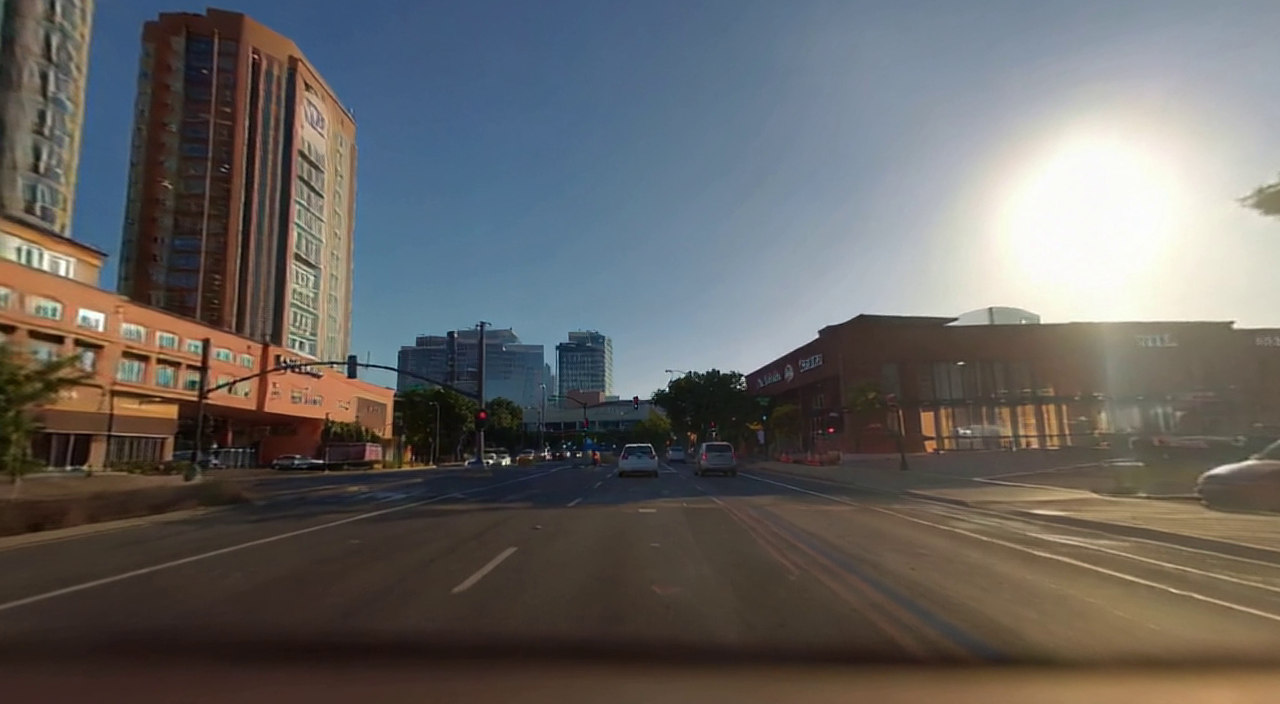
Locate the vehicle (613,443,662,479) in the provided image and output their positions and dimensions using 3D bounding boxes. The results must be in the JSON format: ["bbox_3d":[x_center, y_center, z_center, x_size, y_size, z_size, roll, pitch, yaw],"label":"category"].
[{"bbox_3d":[-0.100,4.875,28.448,2.059,1.477,3.988,0,-9,0],"label":"vehicle"}]

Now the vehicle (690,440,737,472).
[{"bbox_3d":[4.107,5.898,35.950,2.007,1.683,4.171,0,-9,-2],"label":"vehicle"}]
